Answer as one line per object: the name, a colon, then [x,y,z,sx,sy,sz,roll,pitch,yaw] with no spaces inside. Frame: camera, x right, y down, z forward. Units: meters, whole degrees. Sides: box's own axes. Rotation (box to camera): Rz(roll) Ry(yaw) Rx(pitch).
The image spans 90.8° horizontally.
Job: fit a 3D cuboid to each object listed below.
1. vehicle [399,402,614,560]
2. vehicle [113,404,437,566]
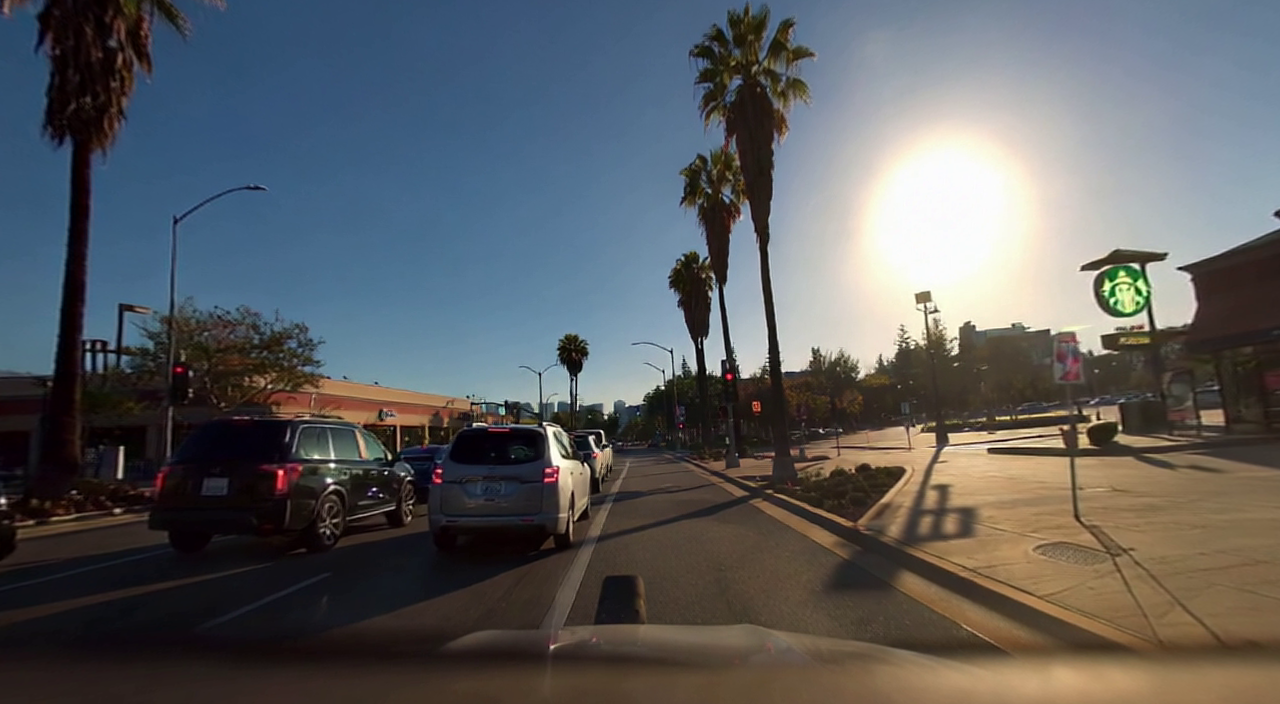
vehicle: [-1.590,1.783,9.336,2.153,1.759,4.320,0,-9,1]
vehicle: [-5.023,1.903,9.792,2.025,1.862,4.804,0,-9,2]
